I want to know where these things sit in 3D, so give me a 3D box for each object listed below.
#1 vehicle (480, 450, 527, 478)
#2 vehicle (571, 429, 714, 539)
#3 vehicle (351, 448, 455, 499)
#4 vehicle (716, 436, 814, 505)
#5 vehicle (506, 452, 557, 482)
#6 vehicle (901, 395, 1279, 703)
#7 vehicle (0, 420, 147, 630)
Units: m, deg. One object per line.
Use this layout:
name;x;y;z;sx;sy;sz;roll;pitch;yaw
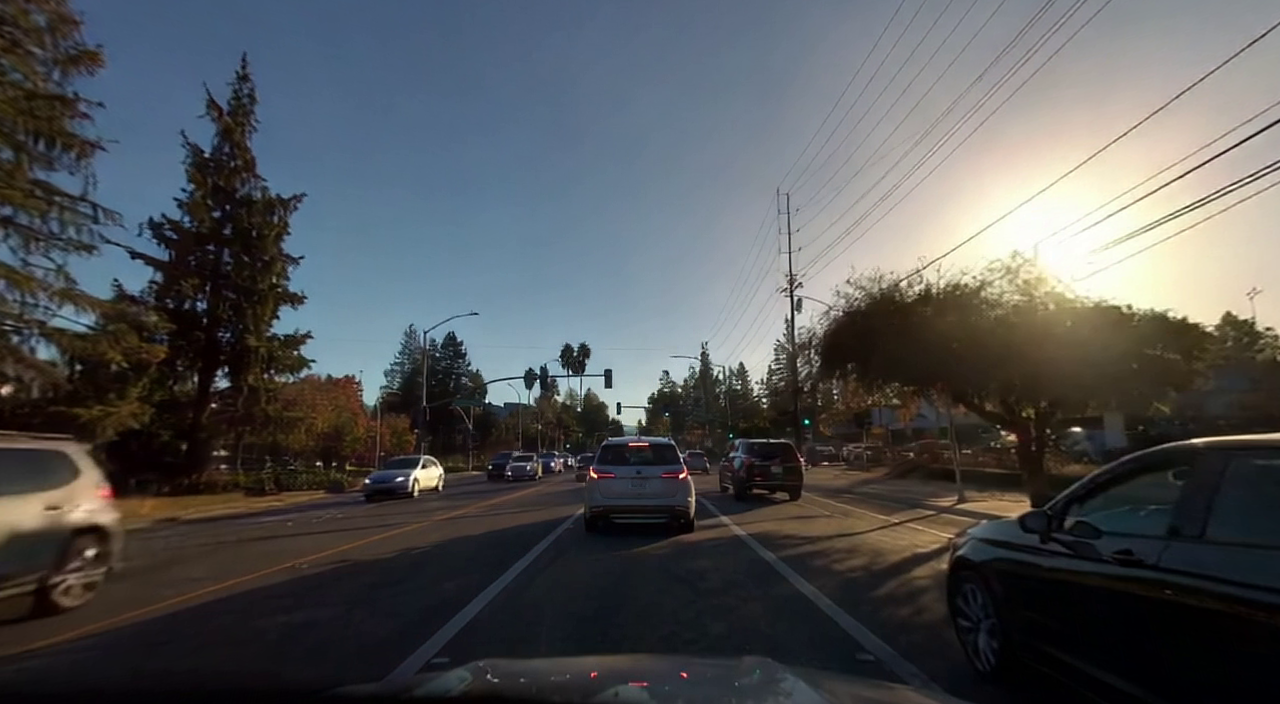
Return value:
vehicle;-9.636;7.912;44.846;2.188;1.836;4.877;-1;-8;1
vehicle;0.055;2.342;11.805;2.200;1.653;4.127;0;-8;1
vehicle;-9.469;4.866;25.814;2.086;1.850;5.349;-1;-8;1
vehicle;3.361;3.257;17.754;1.914;1.698;4.049;0;-8;0
vehicle;-5.916;6.313;34.831;1.974;1.466;4.427;0;-8;1
vehicle;2.884;0.963;2.456;1.950;1.487;4.275;0;-8;1
vehicle;-6.426;1.337;4.514;2.218;1.722;4.397;0;-8;-1
